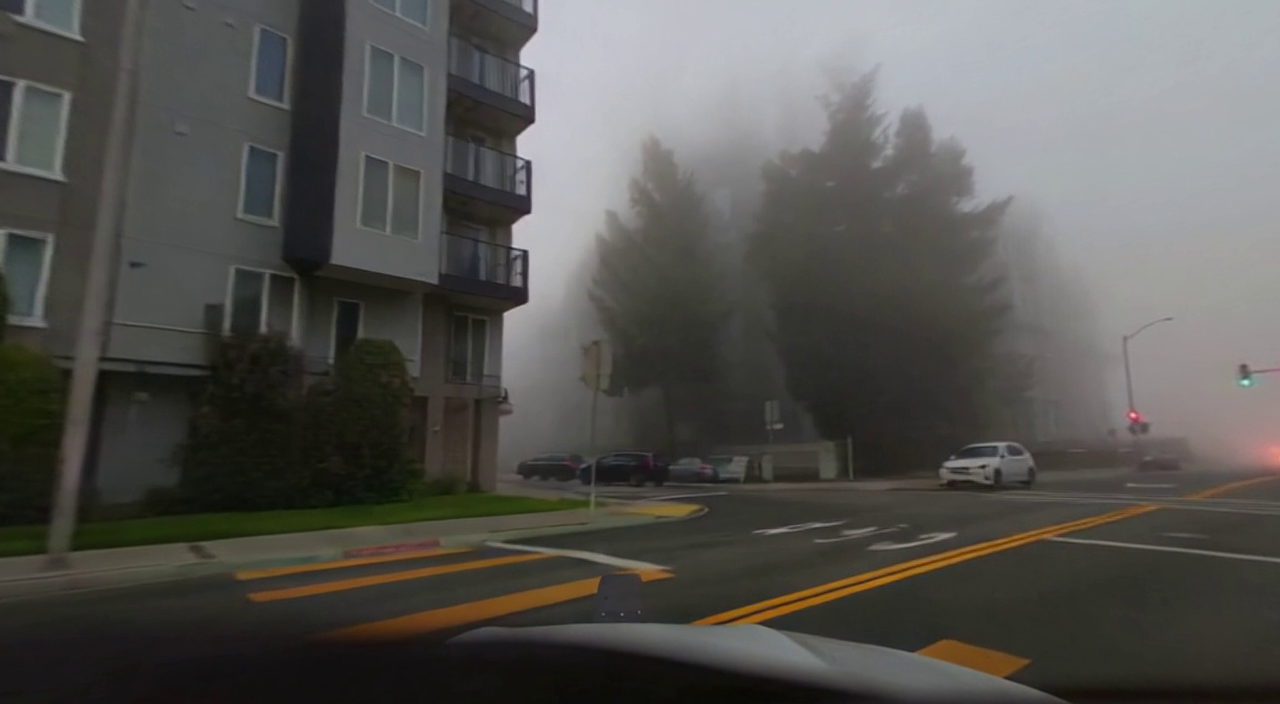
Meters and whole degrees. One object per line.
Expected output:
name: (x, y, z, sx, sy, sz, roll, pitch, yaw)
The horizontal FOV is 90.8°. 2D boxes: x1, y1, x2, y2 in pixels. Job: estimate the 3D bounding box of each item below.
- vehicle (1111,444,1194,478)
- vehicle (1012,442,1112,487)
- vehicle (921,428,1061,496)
vehicle: (24.083, 5.054, 29.618, 4.630, 1.484, 1.934, 7, -11, -39)
vehicle: (15.369, 4.028, 22.927, 4.313, 1.462, 1.789, 7, -11, -40)
vehicle: (10.693, 3.267, 19.149, 4.619, 1.817, 1.993, 7, -11, -39)
